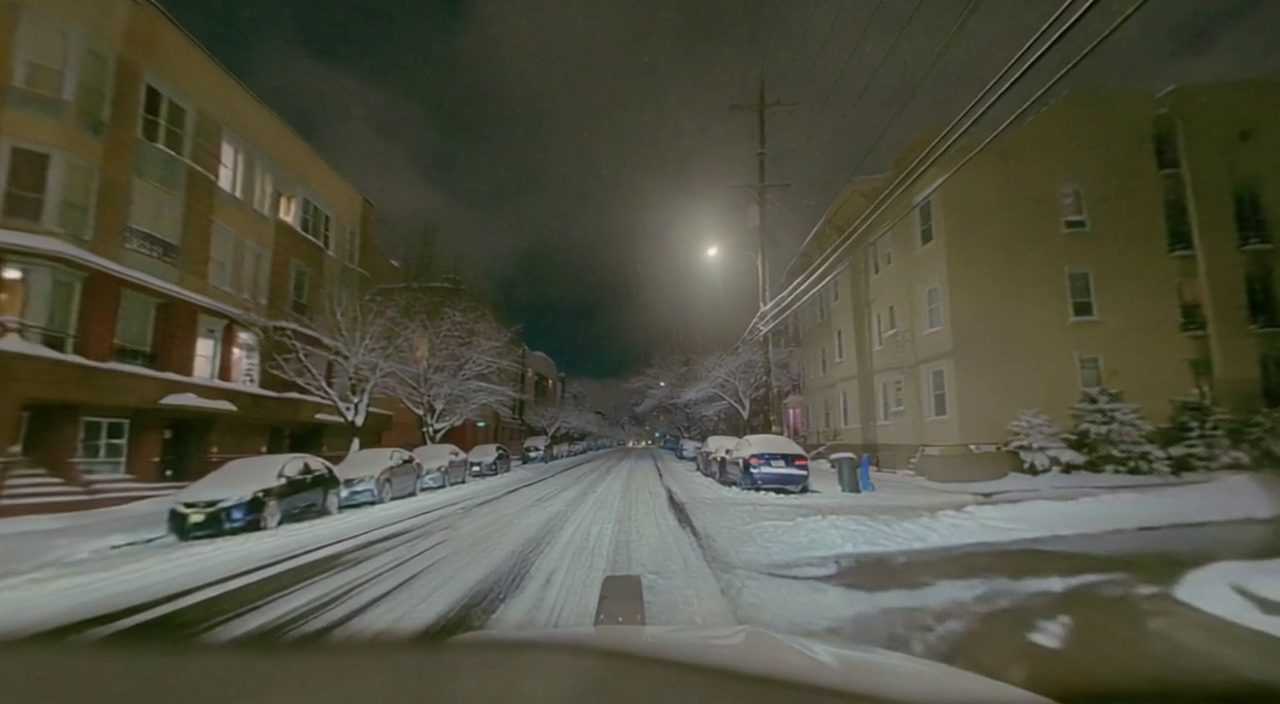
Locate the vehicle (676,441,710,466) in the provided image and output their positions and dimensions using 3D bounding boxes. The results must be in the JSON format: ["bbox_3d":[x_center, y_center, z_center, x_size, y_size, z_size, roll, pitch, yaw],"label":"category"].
[{"bbox_3d":[3.655,7.059,44.226,1.925,1.634,4.419,0,-8,0],"label":"vehicle"}]

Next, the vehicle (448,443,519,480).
[{"bbox_3d":[-7.456,5.226,30.608,2.145,1.488,4.646,-2,-8,1],"label":"vehicle"}]

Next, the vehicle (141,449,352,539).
[{"bbox_3d":[-7.636,2.726,12.832,1.873,1.437,4.068,-1,-8,-4],"label":"vehicle"}]

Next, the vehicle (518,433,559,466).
[{"bbox_3d":[-7.725,7.500,48.774,2.351,2.251,5.856,-2,-8,-2],"label":"vehicle"}]

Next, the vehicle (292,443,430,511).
[{"bbox_3d":[-7.777,3.541,18.222,1.917,1.618,4.825,-1,-10,-2],"label":"vehicle"}]

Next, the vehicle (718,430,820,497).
[{"bbox_3d":[3.609,3.215,18.591,2.095,1.694,4.592,-1,-8,1],"label":"vehicle"}]
